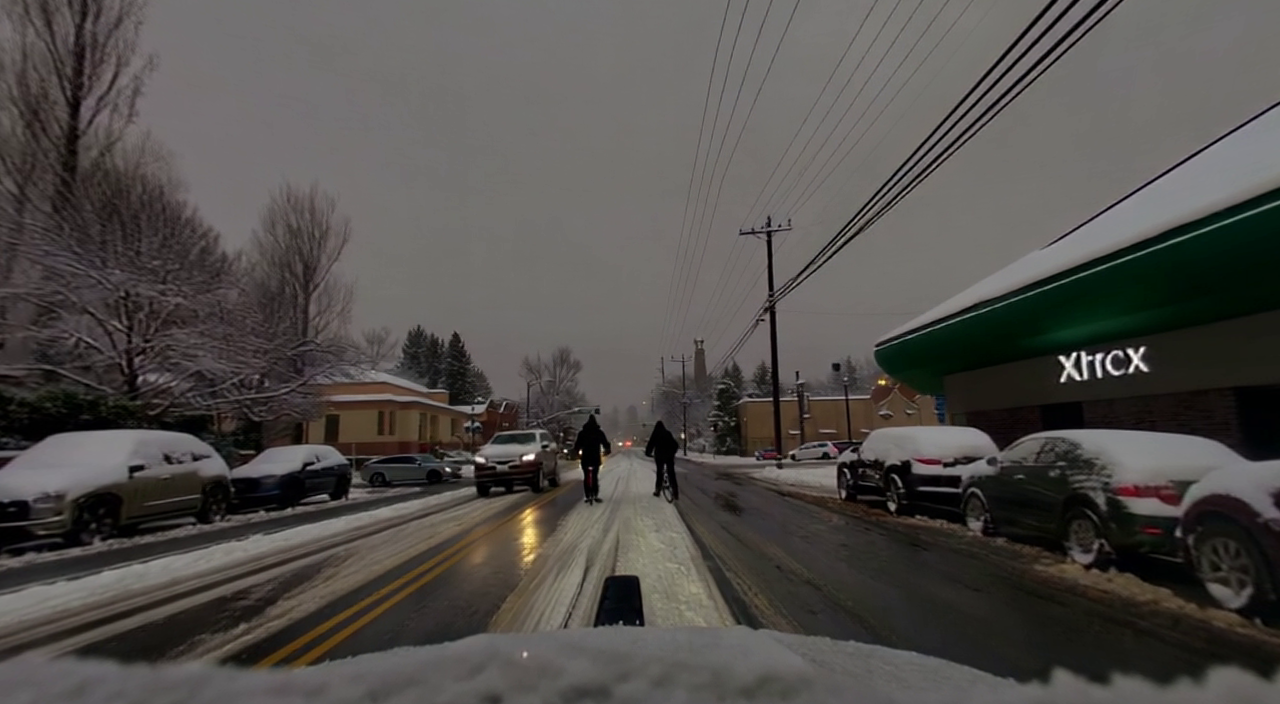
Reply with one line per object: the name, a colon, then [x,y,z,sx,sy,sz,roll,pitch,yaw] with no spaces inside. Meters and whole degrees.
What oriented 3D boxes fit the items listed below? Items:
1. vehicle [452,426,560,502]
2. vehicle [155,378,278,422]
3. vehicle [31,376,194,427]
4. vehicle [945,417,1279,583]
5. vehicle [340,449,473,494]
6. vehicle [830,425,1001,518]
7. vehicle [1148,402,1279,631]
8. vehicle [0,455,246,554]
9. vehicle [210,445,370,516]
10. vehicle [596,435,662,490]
vehicle: [-3.834,3.317,19.130,2.184,1.954,4.898,0,-8,0]
vehicle: [-17.139,1.986,25.722,3.685,1.584,1.708,1,-9,-3]
vehicle: [-17.290,1.661,20.850,3.750,1.495,1.727,-1,-8,-2]
vehicle: [5.862,1.713,8.099,1.900,1.566,3.995,0,-8,0]
vehicle: [-10.265,5.277,28.113,4.961,1.832,2.287,0,-8,-1]
vehicle: [5.790,2.543,13.902,1.873,1.714,3.979,0,-8,-1]
vehicle: [5.538,1.012,3.393,1.972,1.623,4.469,0,-8,2]
vehicle: [-10.274,2.856,12.581,1.904,1.495,4.585,0,-8,0]
vehicle: [-10.274,3.755,19.142,2.075,1.816,4.900,0,-8,-1]
vehicle: [-0.385,3.950,22.901,2.190,1.783,4.048,0,-8,-1]
